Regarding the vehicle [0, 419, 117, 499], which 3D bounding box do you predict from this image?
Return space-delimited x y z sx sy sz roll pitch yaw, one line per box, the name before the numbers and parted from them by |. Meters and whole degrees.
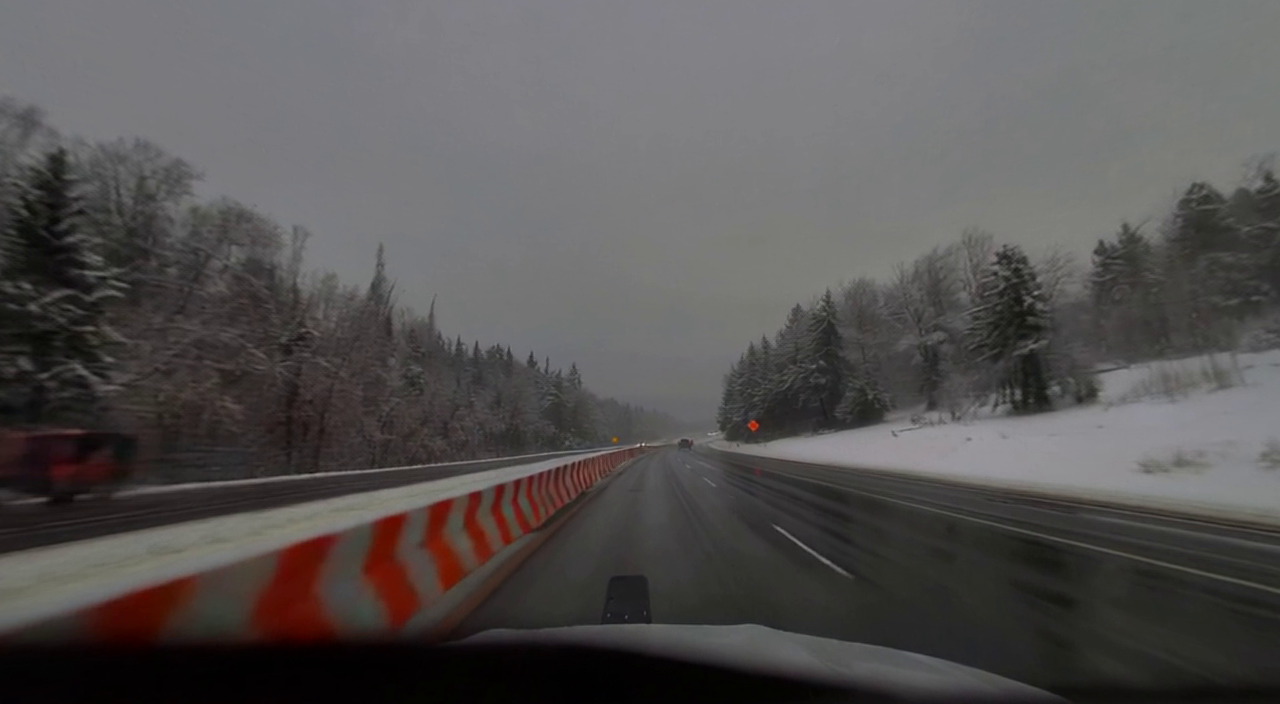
vehicle | -14.906 2.403 14.190 1.984 1.726 4.775 0 -8 2
